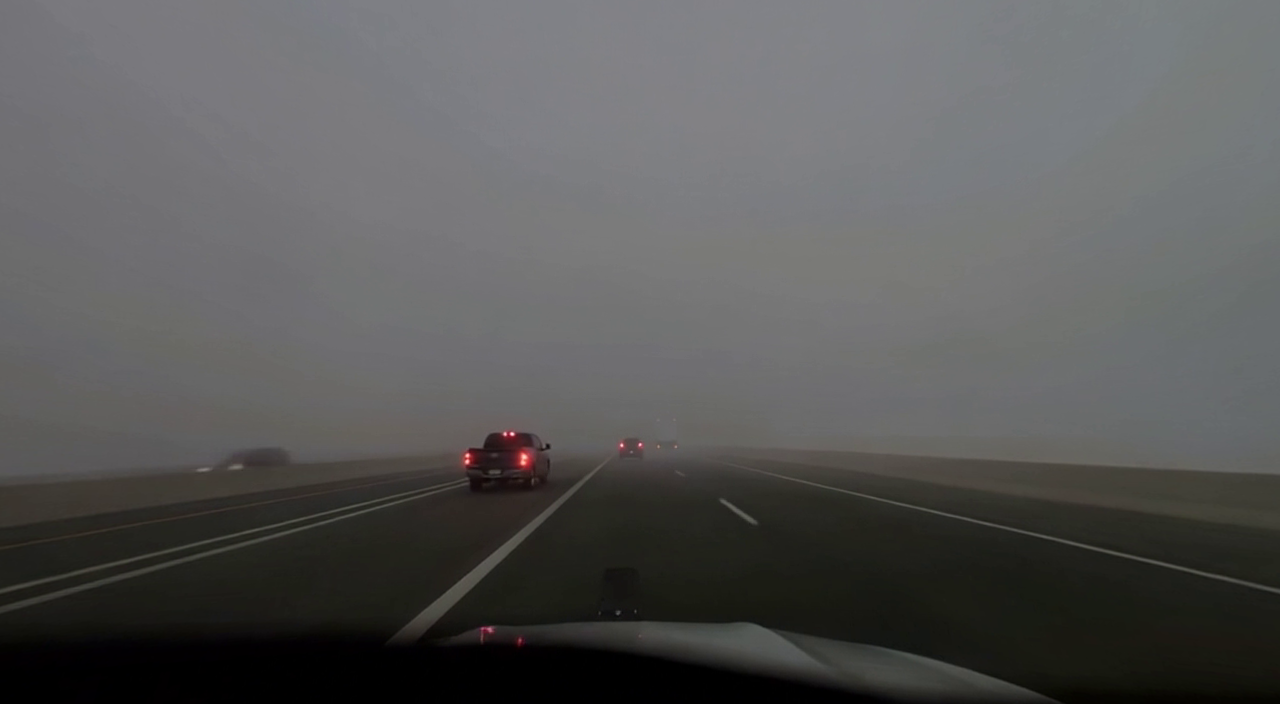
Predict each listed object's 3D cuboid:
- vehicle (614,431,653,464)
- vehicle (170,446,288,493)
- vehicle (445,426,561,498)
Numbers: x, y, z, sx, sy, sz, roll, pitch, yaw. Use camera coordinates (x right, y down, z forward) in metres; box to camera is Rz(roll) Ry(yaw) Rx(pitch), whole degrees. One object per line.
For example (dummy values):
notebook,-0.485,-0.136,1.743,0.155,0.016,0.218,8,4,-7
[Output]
vehicle,-0.462,6.397,42.252,2.456,2.007,4.728,0,-8,-2
vehicle,-18.011,5.112,27.908,2.099,1.847,4.724,0,-8,-1
vehicle,-3.703,3.060,18.008,2.326,1.761,4.450,0,-8,0
